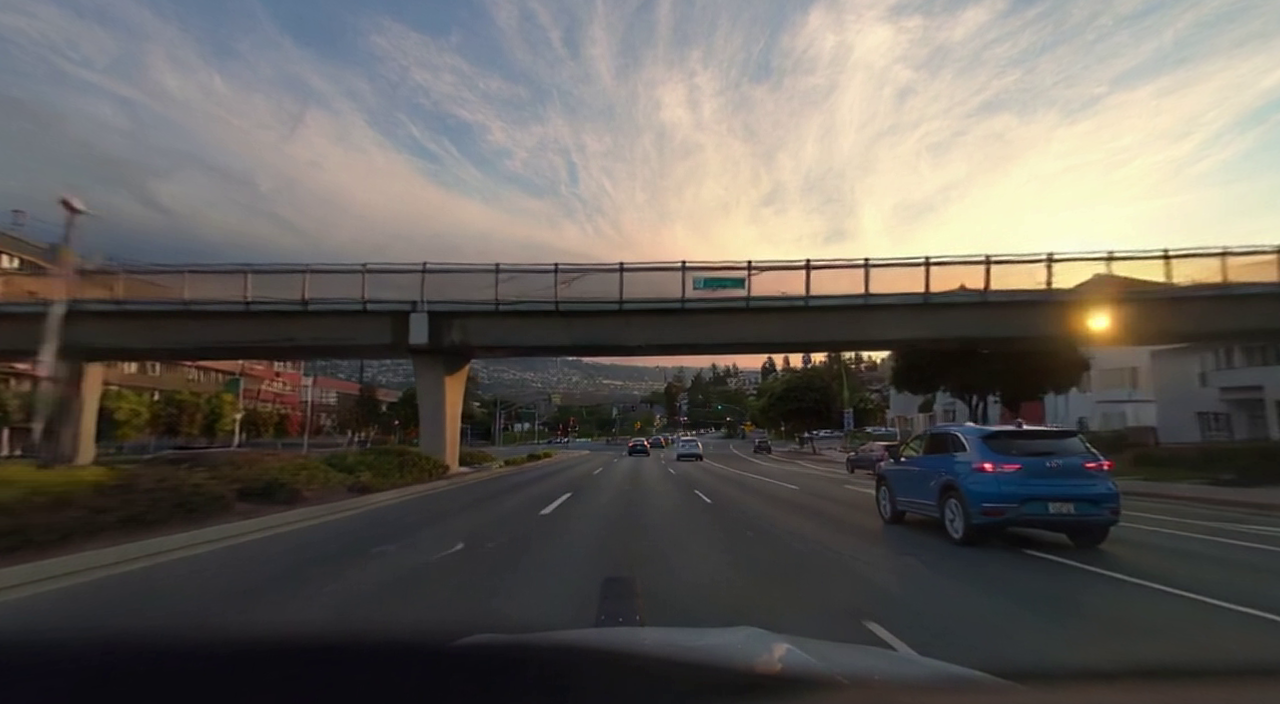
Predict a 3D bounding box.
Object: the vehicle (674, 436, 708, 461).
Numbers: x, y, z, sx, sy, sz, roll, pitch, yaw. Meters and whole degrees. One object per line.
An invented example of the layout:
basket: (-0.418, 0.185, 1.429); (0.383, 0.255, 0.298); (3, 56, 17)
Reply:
vehicle: (3.654, 7.042, 46.090); (2.165, 1.708, 3.928); (0, -8, 0)

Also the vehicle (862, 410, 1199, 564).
vehicle: (5.281, 1.884, 9.586); (2.130, 1.741, 4.665); (0, -8, 1)
